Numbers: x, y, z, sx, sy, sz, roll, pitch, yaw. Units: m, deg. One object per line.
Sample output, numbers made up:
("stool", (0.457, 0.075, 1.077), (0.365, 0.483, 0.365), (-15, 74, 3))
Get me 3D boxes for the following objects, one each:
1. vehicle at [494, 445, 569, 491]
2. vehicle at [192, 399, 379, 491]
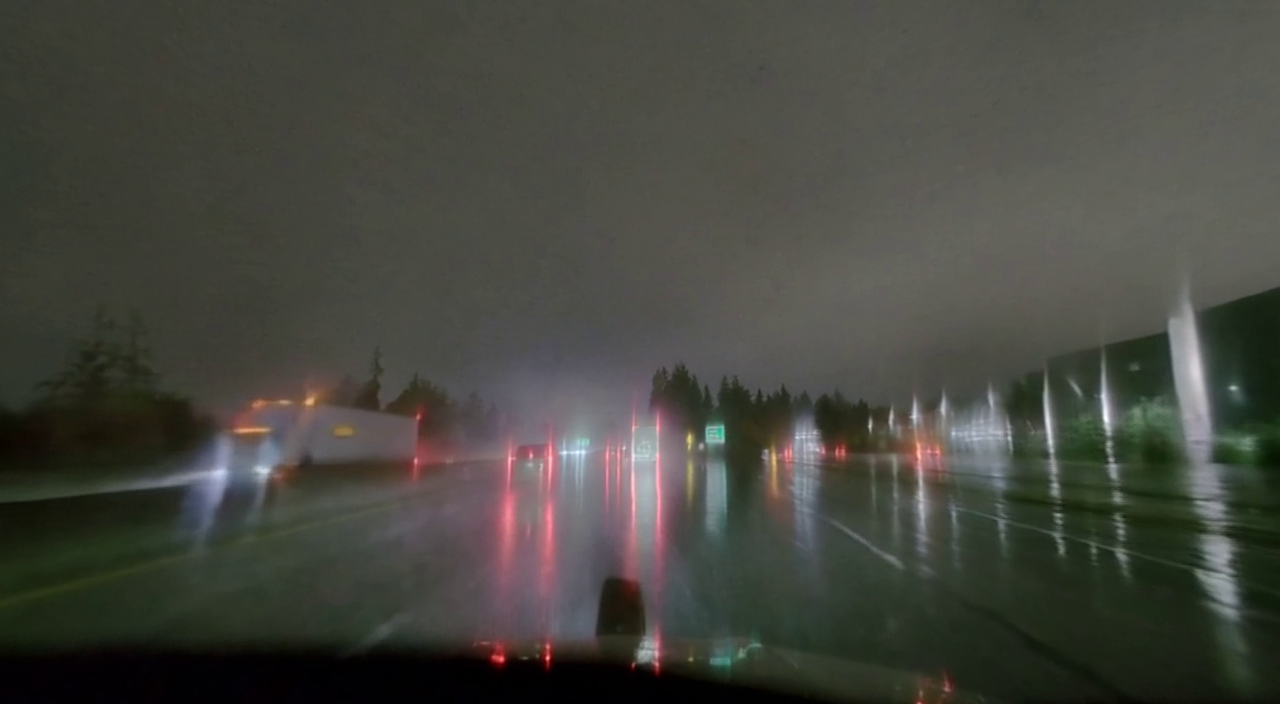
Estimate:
("vehicle", (-3.721, 4.072, 22.444), (1.886, 1.465, 4.119), (0, -9, 1))
("vehicle", (-17.485, 4.851, 32.665), (2.993, 3.871, 11.549), (0, -9, 0))
